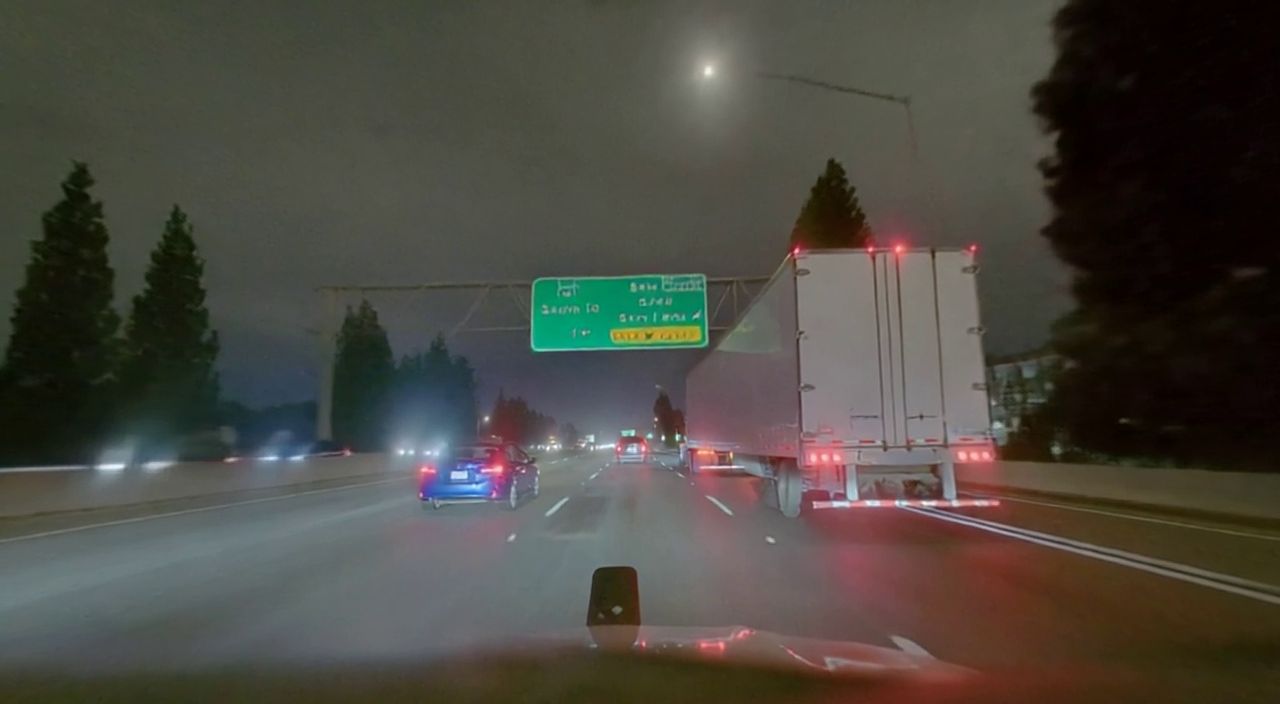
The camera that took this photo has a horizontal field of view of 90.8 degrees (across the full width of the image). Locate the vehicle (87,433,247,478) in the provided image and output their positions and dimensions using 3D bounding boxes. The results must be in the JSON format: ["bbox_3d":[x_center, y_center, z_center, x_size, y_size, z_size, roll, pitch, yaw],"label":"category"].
[{"bbox_3d":[-20.108,4.434,27.383,2.356,1.717,6.037,0,-9,-1],"label":"vehicle"}]

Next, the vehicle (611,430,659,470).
[{"bbox_3d":[-0.259,4.827,31.304,2.203,1.805,4.358,0,-9,0],"label":"vehicle"}]

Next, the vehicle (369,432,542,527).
[{"bbox_3d":[-3.141,2.264,11.863,1.864,1.406,4.544,0,-9,0],"label":"vehicle"}]

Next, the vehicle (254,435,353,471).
[{"bbox_3d":[-16.865,5.103,32.047,2.137,1.629,5.334,0,-9,0],"label":"vehicle"}]

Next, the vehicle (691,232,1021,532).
[{"bbox_3d":[3.467,1.448,16.072,2.876,4.086,15.117,0,-9,-1],"label":"vehicle"}]
